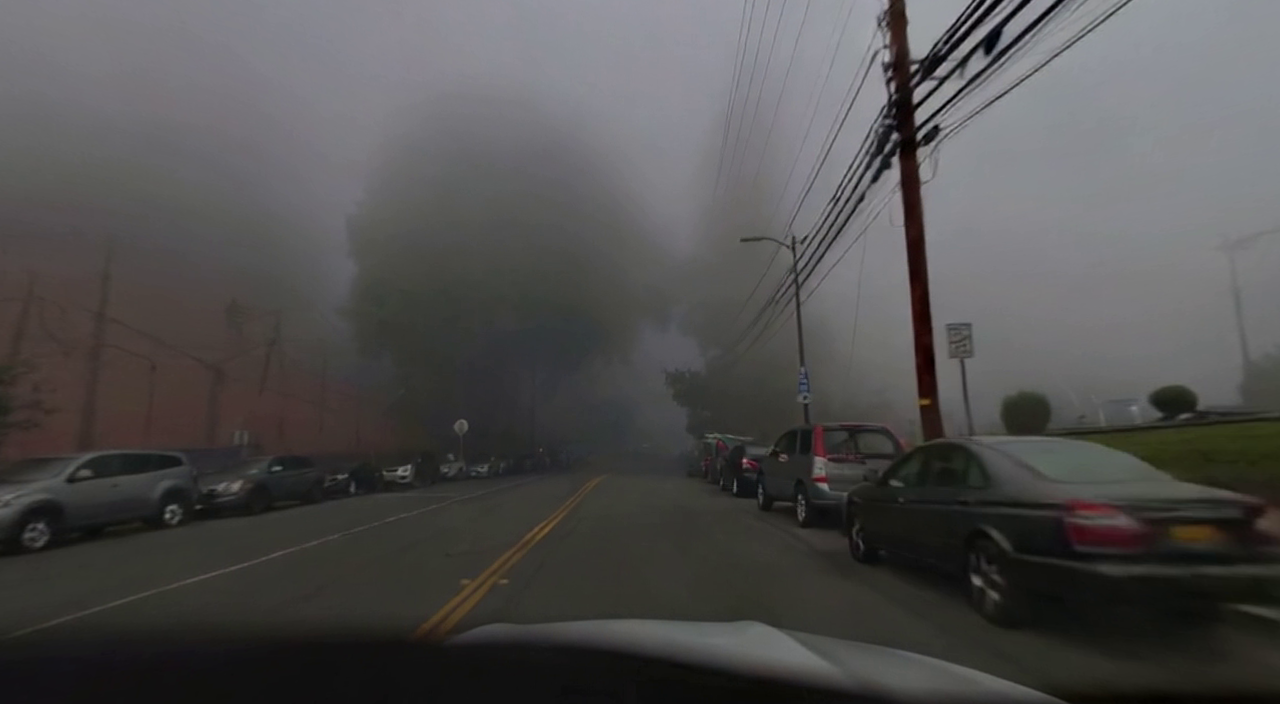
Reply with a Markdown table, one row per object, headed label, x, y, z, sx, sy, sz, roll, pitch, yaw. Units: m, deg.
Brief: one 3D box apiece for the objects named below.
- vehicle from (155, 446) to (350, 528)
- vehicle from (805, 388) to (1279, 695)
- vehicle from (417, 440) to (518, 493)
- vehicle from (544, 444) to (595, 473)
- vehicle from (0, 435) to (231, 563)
| label | x | y | z | sx | sy | sz | roll | pitch | yaw |
| --- | --- | --- | --- | --- | --- | --- | --- | --- | --- |
| vehicle | -10.672 | 3.696 | 17.925 | 2.134 | 1.775 | 4.706 | -8 | -10 | 8 |
| vehicle | 3.278 | 1.354 | 5.729 | 2.098 | 1.624 | 4.477 | 0 | -9 | -4 |
| vehicle | -6.296 | 4.192 | 23.668 | 2.081 | 1.760 | 4.598 | 0 | -8 | 6 |
| vehicle | -5.305 | 8.092 | 48.513 | 2.319 | 2.021 | 5.762 | -3 | -9 | 10 |
| vehicle | -11.277 | 2.808 | 12.764 | 2.322 | 2.037 | 5.030 | -3 | -9 | 5 |
